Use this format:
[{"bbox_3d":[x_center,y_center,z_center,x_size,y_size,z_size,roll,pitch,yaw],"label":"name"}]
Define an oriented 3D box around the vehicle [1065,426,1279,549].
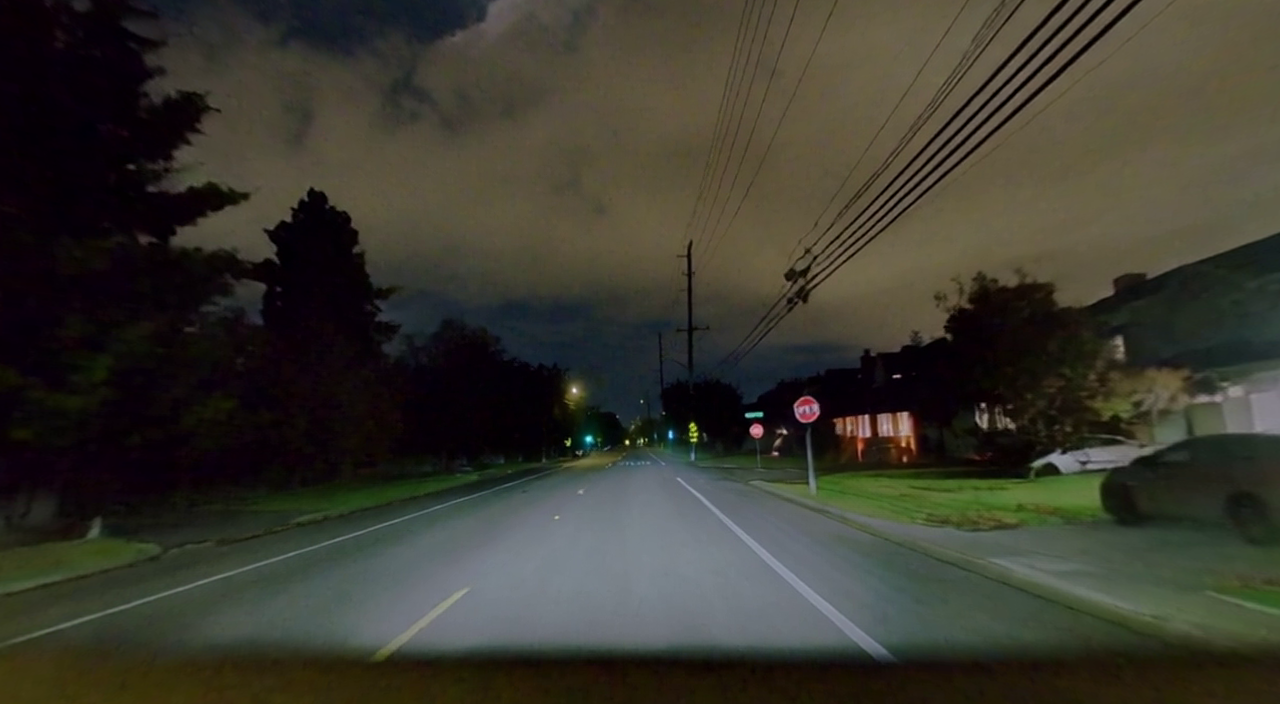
[{"bbox_3d":[8.716,1.882,9.218,1.811,1.491,4.407,0,-8,-2],"label":"vehicle"}]
